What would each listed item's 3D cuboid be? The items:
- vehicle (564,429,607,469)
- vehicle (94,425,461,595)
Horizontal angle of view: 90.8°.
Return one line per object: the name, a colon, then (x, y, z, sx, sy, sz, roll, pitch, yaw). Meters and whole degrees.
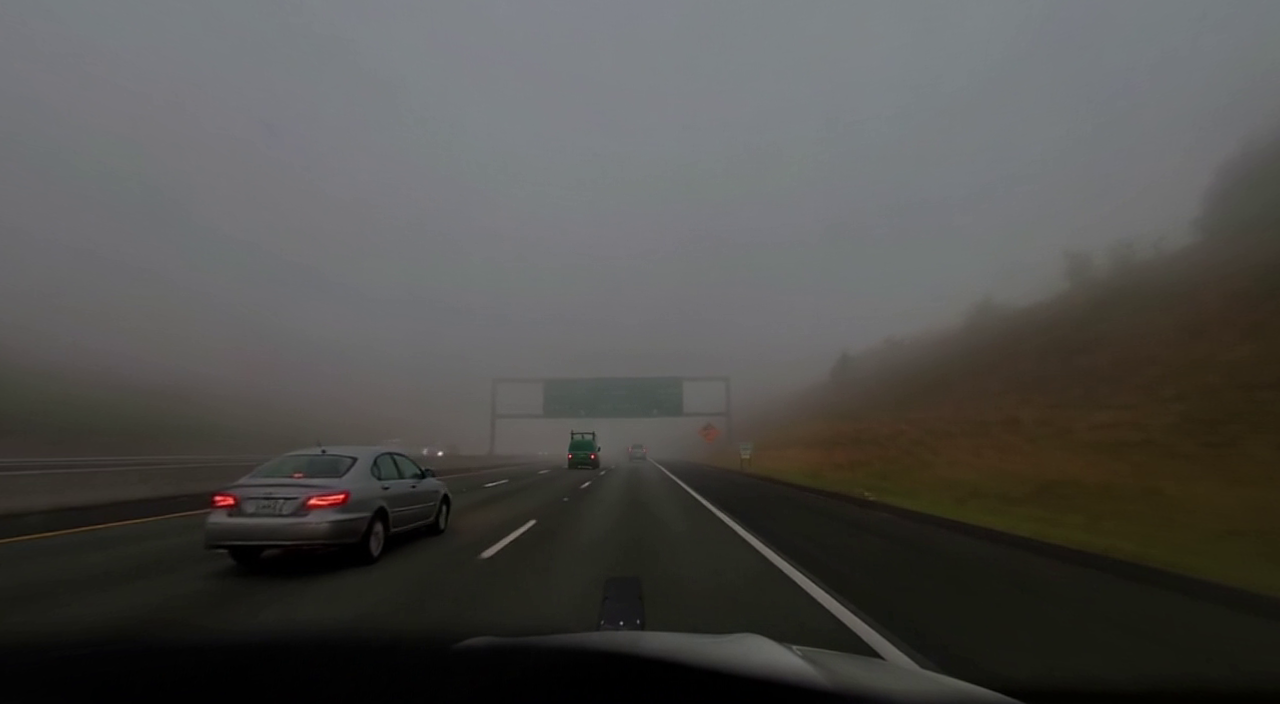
vehicle: (-3.536, 6.477, 42.238, 2.290, 2.453, 5.561, 0, -9, 1)
vehicle: (-3.652, 1.653, 7.383, 1.924, 1.436, 3.915, 0, -9, 0)
